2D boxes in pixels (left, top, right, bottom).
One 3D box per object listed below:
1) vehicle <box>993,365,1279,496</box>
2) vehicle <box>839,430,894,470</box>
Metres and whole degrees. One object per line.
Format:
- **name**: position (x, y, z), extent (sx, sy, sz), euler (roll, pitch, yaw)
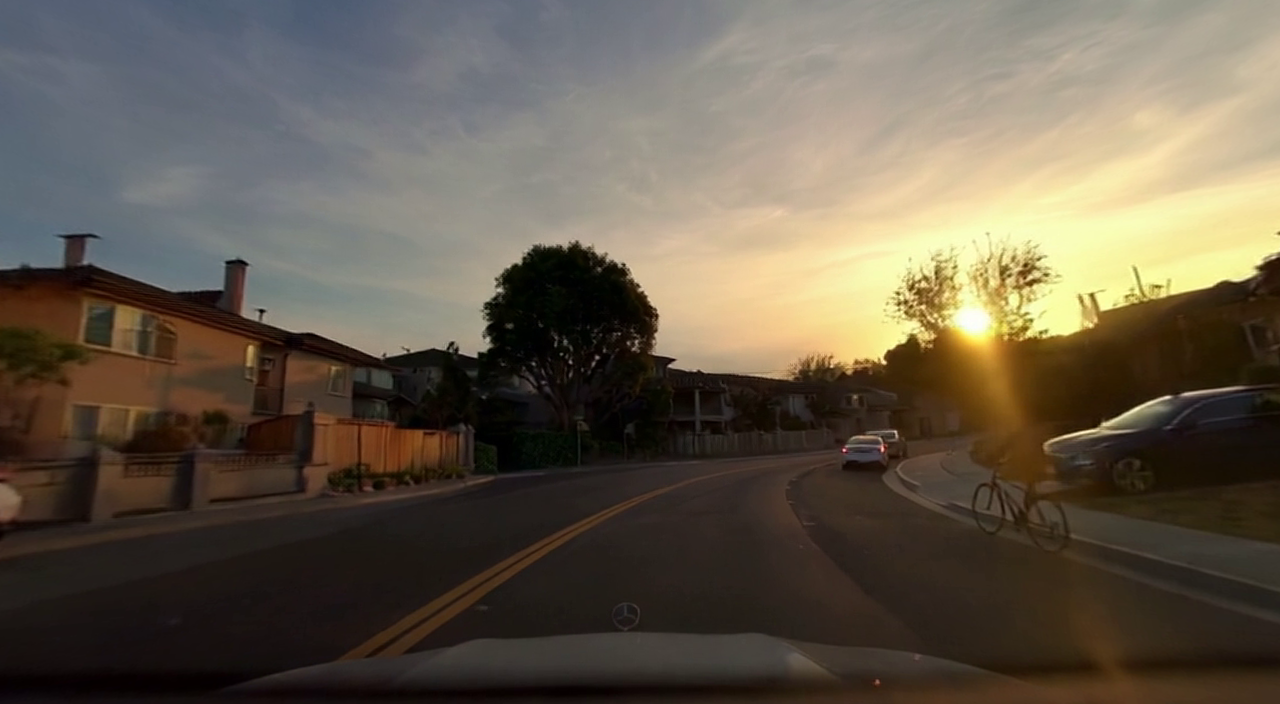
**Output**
- **vehicle**: position (10.773, 1.462, 12.311), extent (6.099, 1.973, 2.450), euler (-6, -9, 7)
- **vehicle**: position (10.644, 4.560, 29.518), extent (2.105, 1.705, 4.392), euler (-4, -9, 22)
